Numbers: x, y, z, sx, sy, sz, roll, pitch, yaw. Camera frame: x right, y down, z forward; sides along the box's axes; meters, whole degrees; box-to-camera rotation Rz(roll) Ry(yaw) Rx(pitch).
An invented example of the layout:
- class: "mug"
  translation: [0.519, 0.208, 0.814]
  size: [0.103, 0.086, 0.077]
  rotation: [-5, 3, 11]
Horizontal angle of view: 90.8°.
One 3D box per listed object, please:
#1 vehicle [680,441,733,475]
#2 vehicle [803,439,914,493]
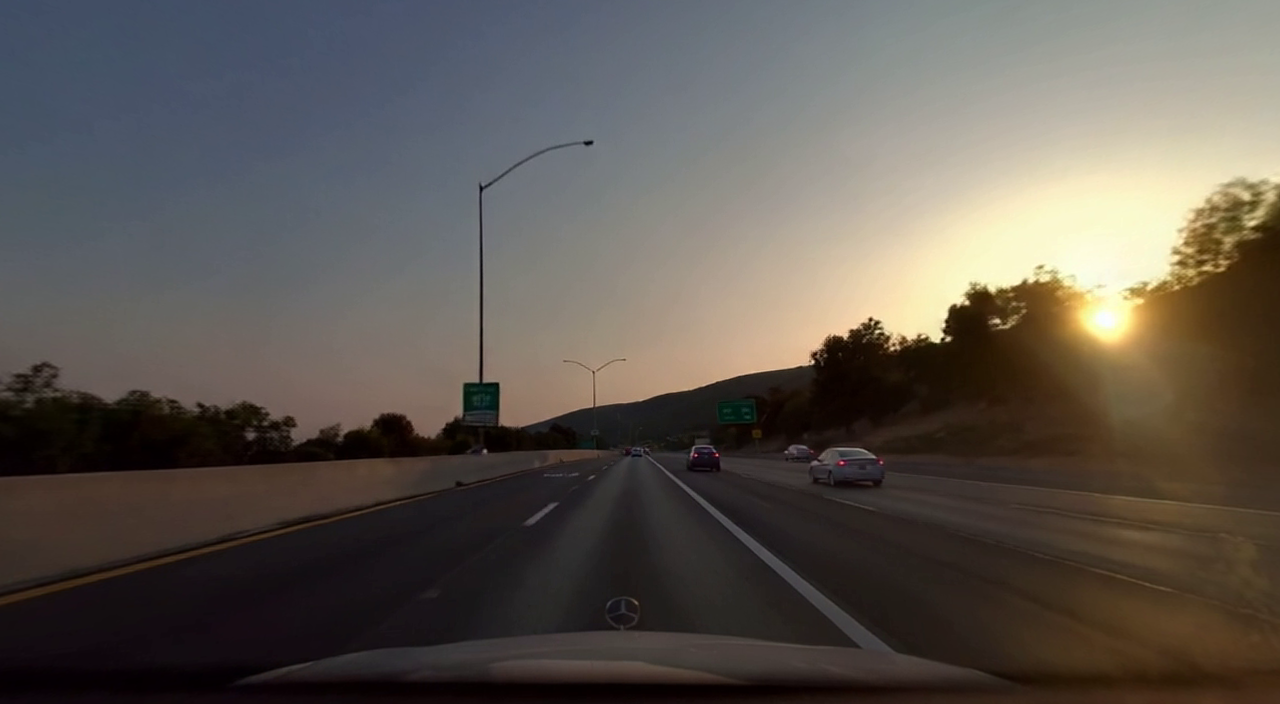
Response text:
- class: "vehicle"
  translation: [3.229, 5.241, 31.454]
  size: [2.056, 1.553, 4.320]
  rotation: [0, -9, -2]
- class: "vehicle"
  translation: [6.788, 3.562, 20.114]
  size: [2.038, 1.528, 3.910]
  rotation: [0, -9, -1]
